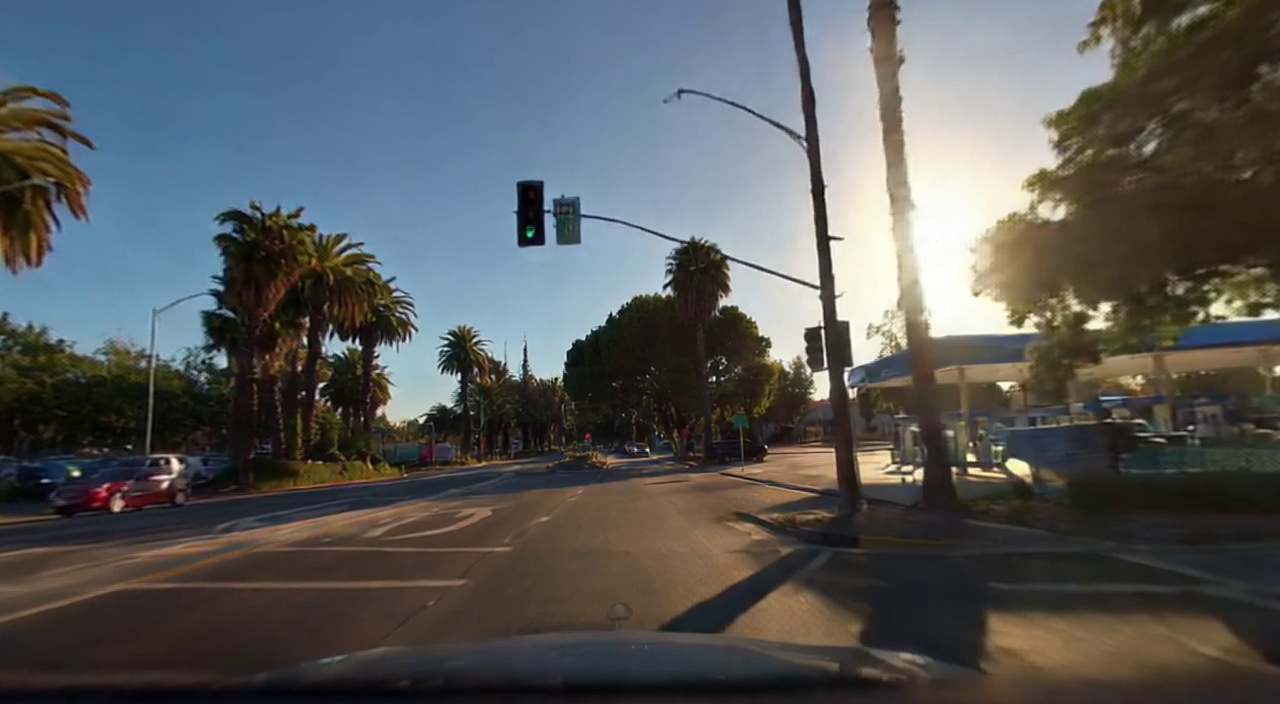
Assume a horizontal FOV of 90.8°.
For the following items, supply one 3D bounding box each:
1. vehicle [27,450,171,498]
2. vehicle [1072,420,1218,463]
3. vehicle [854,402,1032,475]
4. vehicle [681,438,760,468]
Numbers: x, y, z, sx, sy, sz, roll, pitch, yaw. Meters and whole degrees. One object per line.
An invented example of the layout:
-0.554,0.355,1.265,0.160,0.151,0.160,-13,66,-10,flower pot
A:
-25.765,5.786,30.219,5.056,1.839,1.957,-3,-6,-1,vehicle
21.576,3.833,27.103,4.578,1.756,2.042,1,-8,-4,vehicle
13.309,4.040,29.275,2.944,2.783,10.332,0,-8,-1,vehicle
6.087,7.465,47.119,2.703,2.082,6.059,-8,-12,44,vehicle
